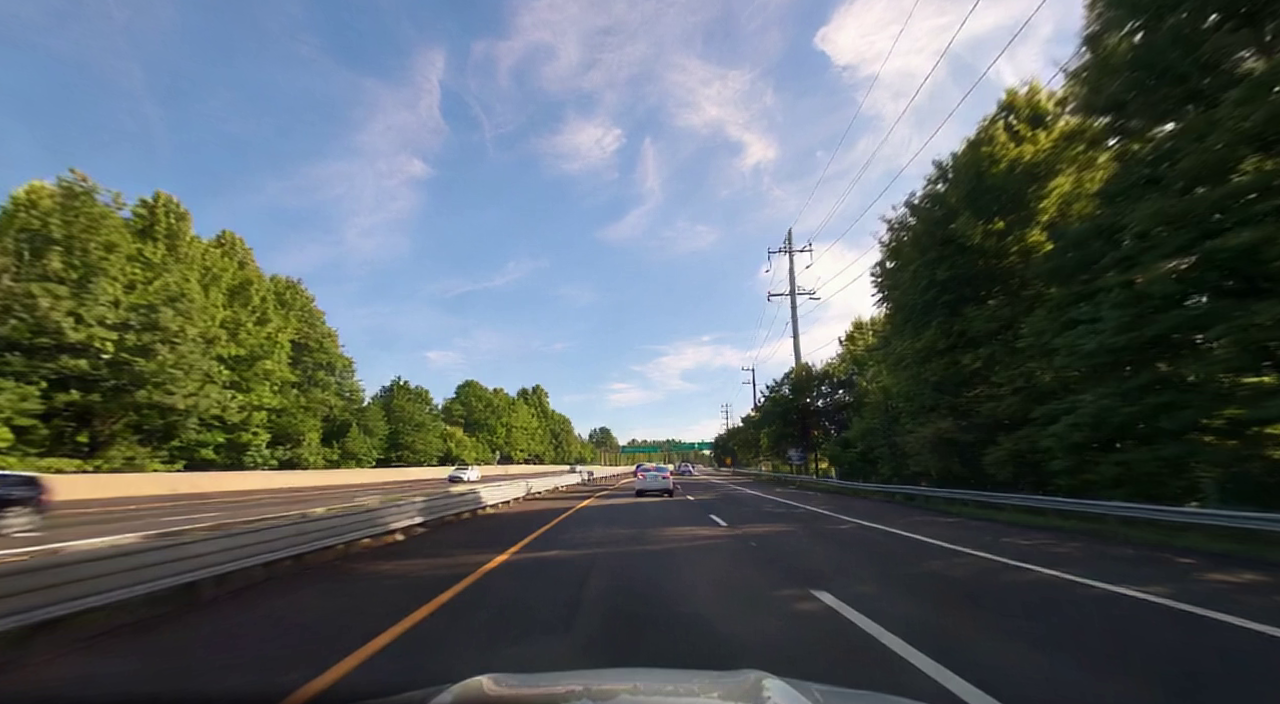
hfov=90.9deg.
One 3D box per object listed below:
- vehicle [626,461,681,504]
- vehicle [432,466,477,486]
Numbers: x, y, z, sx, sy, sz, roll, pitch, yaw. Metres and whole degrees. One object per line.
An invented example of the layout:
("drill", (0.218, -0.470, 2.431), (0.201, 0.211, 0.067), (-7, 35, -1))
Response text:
("vehicle", (0.523, 5.023, 24.521), (1.987, 1.480, 3.786), (1, -10, 1))
("vehicle", (-14.085, 9.443, 48.002), (1.895, 1.425, 4.524), (0, -10, 2))
